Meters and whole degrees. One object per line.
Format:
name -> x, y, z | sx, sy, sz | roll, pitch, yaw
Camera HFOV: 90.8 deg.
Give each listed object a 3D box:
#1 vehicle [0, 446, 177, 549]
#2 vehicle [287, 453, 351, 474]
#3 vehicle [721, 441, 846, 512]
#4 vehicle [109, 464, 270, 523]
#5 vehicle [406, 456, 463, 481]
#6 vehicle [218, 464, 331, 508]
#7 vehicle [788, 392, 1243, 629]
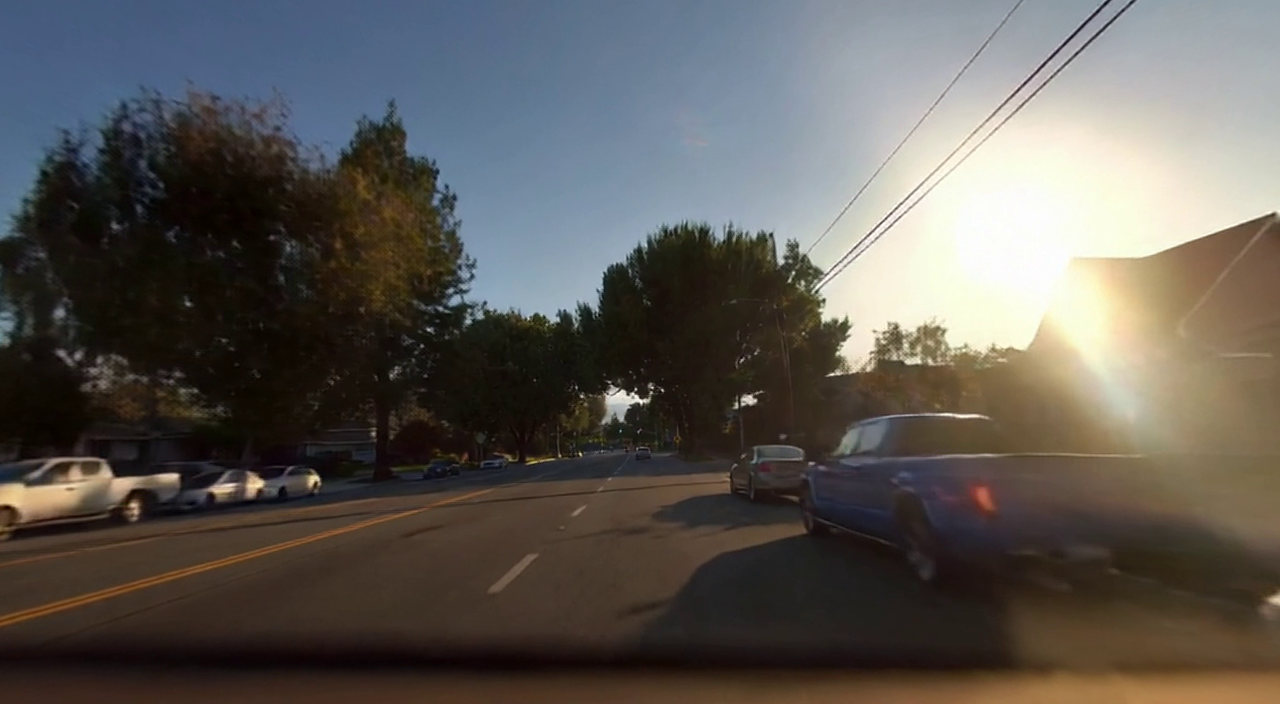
vehicle -> -13.665, 3.201, 14.319 | 2.155, 1.991, 5.722 | -3, -8, -2
vehicle -> -24.154, 8.442, 47.641 | 3.894, 1.459, 1.638 | 0, -12, 0
vehicle -> 3.456, 3.094, 16.276 | 2.093, 1.524, 4.835 | 0, -9, 0
vehicle -> -13.763, 4.298, 19.693 | 1.801, 1.464, 4.367 | 0, -8, 0
vehicle -> -13.594, 7.715, 42.058 | 1.901, 1.481, 4.636 | -1, -9, 4
vehicle -> -13.779, 5.044, 24.174 | 1.802, 1.402, 4.251 | -1, -9, 0
vehicle -> 3.531, 1.616, 7.655 | 2.112, 1.802, 5.474 | 0, -8, 0
